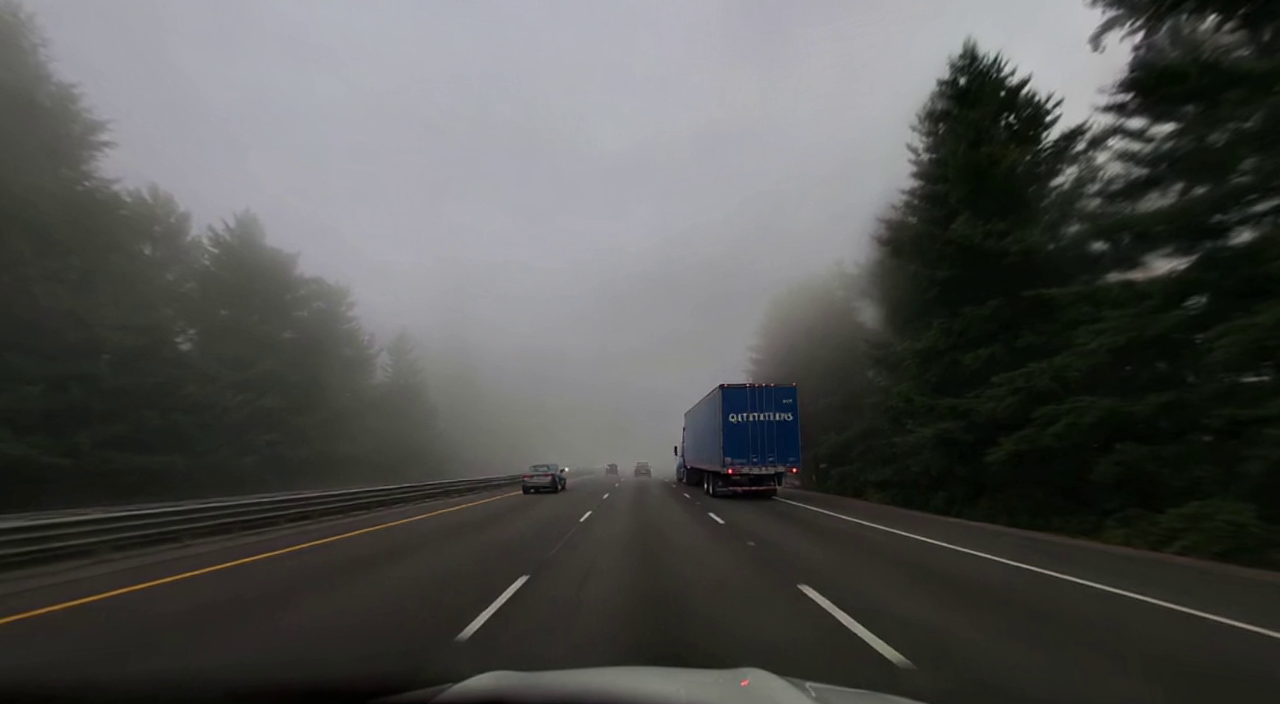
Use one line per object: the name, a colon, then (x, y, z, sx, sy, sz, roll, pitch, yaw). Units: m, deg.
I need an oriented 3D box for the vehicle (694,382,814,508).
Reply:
vehicle: (4.119, 3.955, 25.739, 2.871, 4.032, 10.642, 1, -10, 0)

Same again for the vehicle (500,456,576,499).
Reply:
vehicle: (-4.060, 5.156, 25.996, 2.180, 1.556, 4.895, 0, -11, 2)
